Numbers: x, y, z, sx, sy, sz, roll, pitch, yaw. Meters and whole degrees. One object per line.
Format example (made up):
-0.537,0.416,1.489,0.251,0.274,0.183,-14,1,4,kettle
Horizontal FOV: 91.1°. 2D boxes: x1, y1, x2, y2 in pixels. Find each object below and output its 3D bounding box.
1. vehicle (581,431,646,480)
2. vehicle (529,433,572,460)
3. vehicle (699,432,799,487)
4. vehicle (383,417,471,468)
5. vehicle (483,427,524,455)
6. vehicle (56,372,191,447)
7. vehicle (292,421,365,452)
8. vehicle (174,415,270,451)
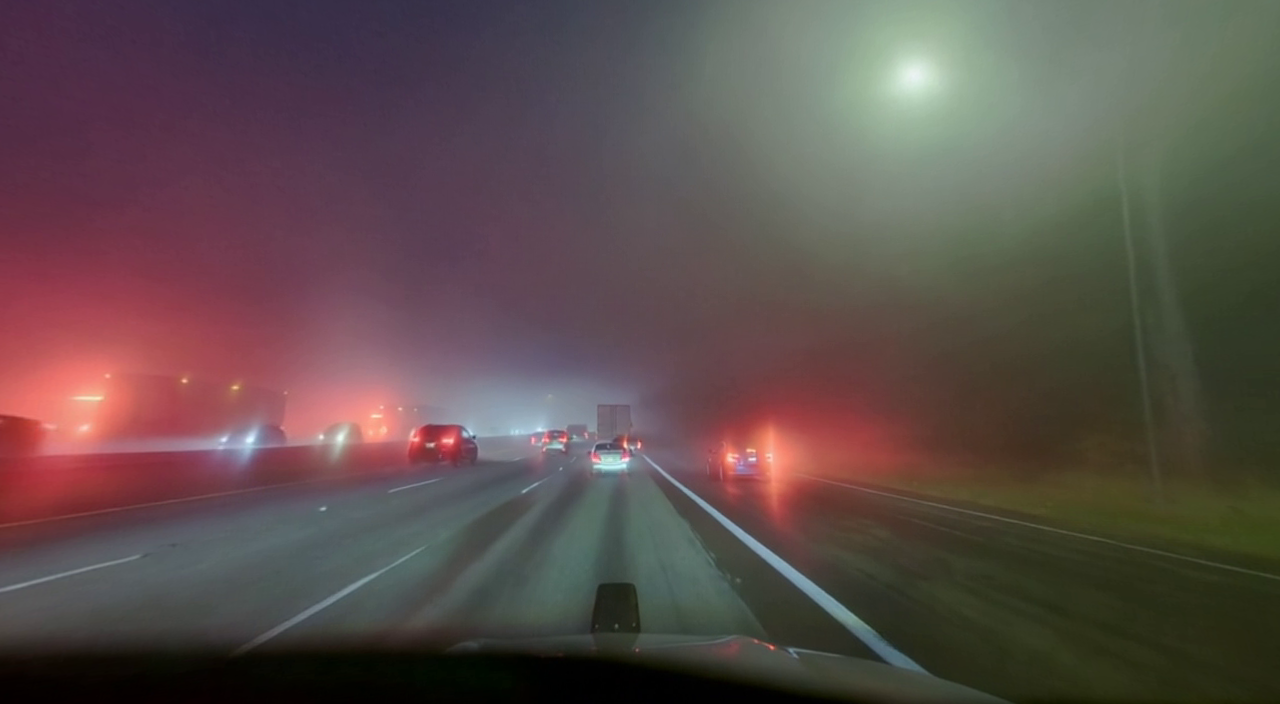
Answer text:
-0.885,3.410,21.093,1.980,1.478,3.758,0,-8,-2,vehicle
-5.186,5.522,37.017,2.046,1.493,4.384,0,-8,-2,vehicle
3.175,3.207,19.289,1.981,1.474,4.396,0,-8,-4,vehicle
-8.699,3.741,26.180,2.158,1.943,4.662,0,-8,-2,vehicle
-9.473,6.205,43.933,1.992,1.838,4.493,0,-8,-2,vehicle
-28.562,3.310,35.117,2.908,3.868,5.411,0,-8,-3,vehicle
-16.188,4.422,32.897,1.903,1.506,3.980,0,-8,-3,vehicle
-19.817,3.893,30.021,1.831,1.575,4.218,0,-8,-3,vehicle
